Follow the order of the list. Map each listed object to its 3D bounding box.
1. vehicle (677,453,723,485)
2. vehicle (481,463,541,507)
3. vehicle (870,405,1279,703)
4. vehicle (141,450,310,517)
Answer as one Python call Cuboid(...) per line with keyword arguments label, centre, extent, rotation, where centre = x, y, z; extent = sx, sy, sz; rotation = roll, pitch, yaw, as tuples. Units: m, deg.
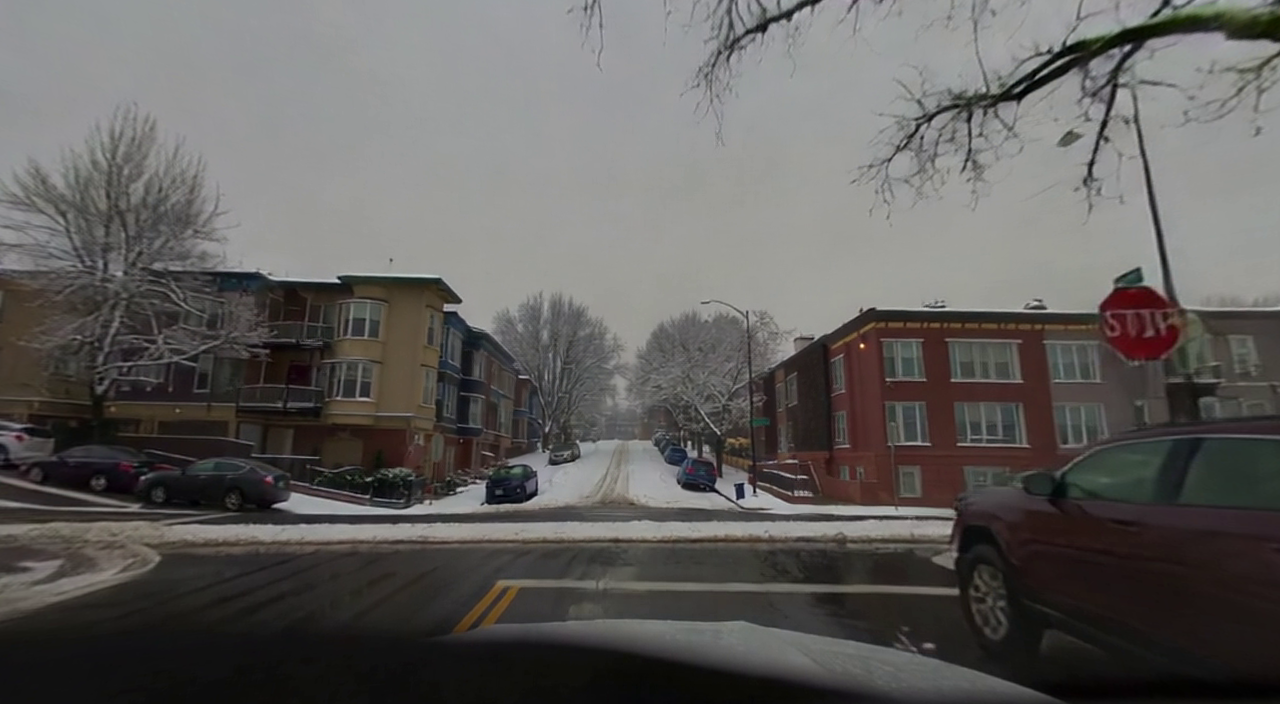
Cuboid(label="vehicle", centre=(3.414, 6.760, 36.918), extent=(2.051, 1.526, 4.673), rotation=(0, -7, -2))
Cuboid(label="vehicle", centre=(-5.880, 6.111, 29.289), extent=(1.987, 1.662, 4.141), rotation=(-2, -8, -1))
Cuboid(label="vehicle", centre=(3.341, 1.188, 3.724), extent=(2.064, 1.548, 5.186), rotation=(0, -8, 1))
Cuboid(label="vehicle", centre=(-13.984, 4.468, 21.504), extent=(4.243, 1.676, 1.844), rotation=(6, -12, 2))
